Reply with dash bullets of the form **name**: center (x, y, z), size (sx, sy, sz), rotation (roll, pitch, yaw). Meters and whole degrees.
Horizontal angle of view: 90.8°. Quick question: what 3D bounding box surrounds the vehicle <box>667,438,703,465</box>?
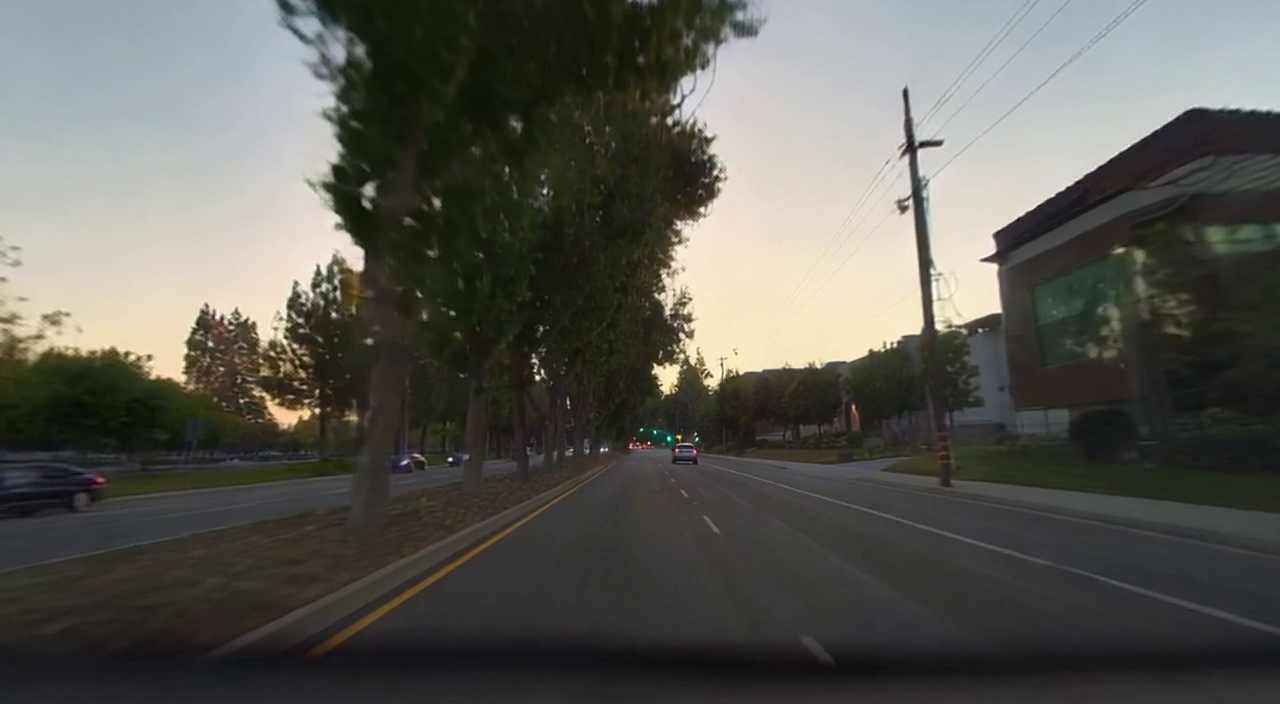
- **vehicle**: center (3.143, 7.105, 45.364), size (2.085, 1.828, 5.383), rotation (0, -8, -1)

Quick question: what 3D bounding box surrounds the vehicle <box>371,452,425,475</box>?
- **vehicle**: center (-16.867, 7.753, 44.304), size (1.908, 1.445, 4.730), rotation (0, -8, 1)

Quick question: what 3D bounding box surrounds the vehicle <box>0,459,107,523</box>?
- **vehicle**: center (-16.971, 3.593, 16.377), size (1.973, 1.536, 4.871), rotation (0, -8, 1)
